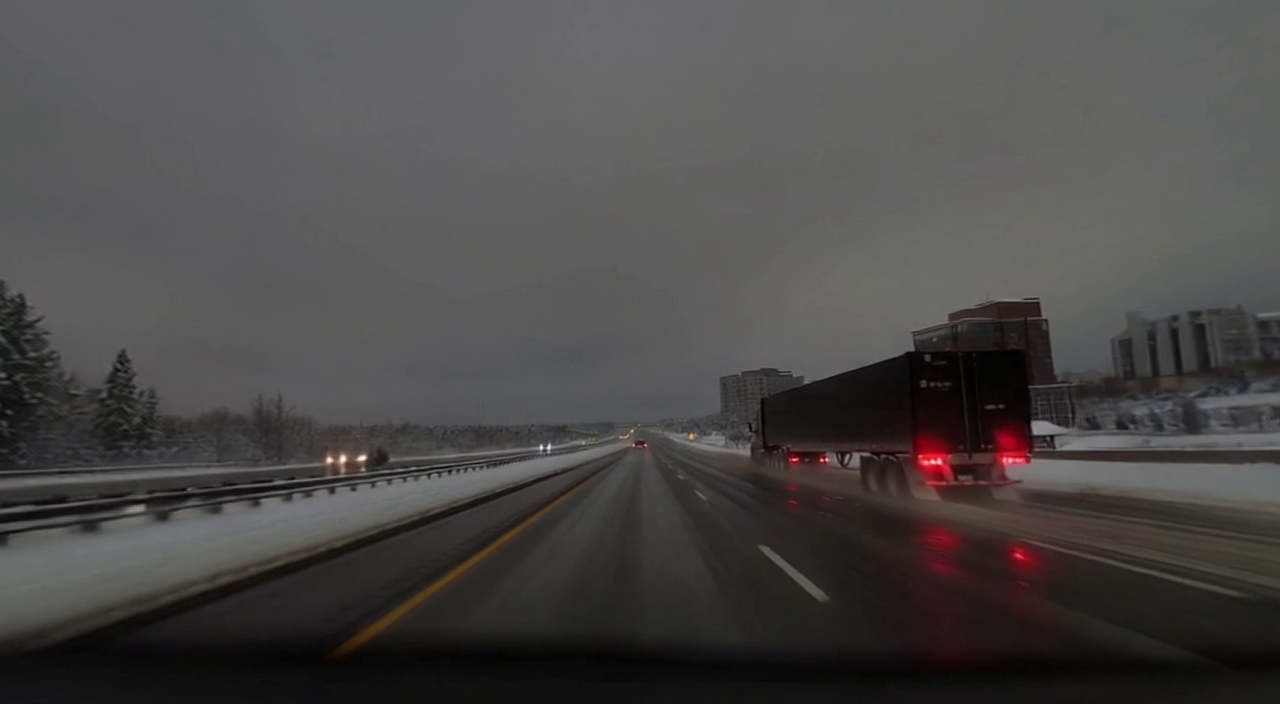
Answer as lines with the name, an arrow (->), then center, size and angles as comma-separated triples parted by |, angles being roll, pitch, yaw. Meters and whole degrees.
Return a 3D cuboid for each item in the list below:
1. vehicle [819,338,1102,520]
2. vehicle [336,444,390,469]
vehicle -> 6.776, 1.919, 15.223 | 2.793, 3.204, 7.997 | 0, -8, 2
vehicle -> -21.748, 8.207, 49.747 | 1.999, 1.810, 4.804 | 0, -8, 1
